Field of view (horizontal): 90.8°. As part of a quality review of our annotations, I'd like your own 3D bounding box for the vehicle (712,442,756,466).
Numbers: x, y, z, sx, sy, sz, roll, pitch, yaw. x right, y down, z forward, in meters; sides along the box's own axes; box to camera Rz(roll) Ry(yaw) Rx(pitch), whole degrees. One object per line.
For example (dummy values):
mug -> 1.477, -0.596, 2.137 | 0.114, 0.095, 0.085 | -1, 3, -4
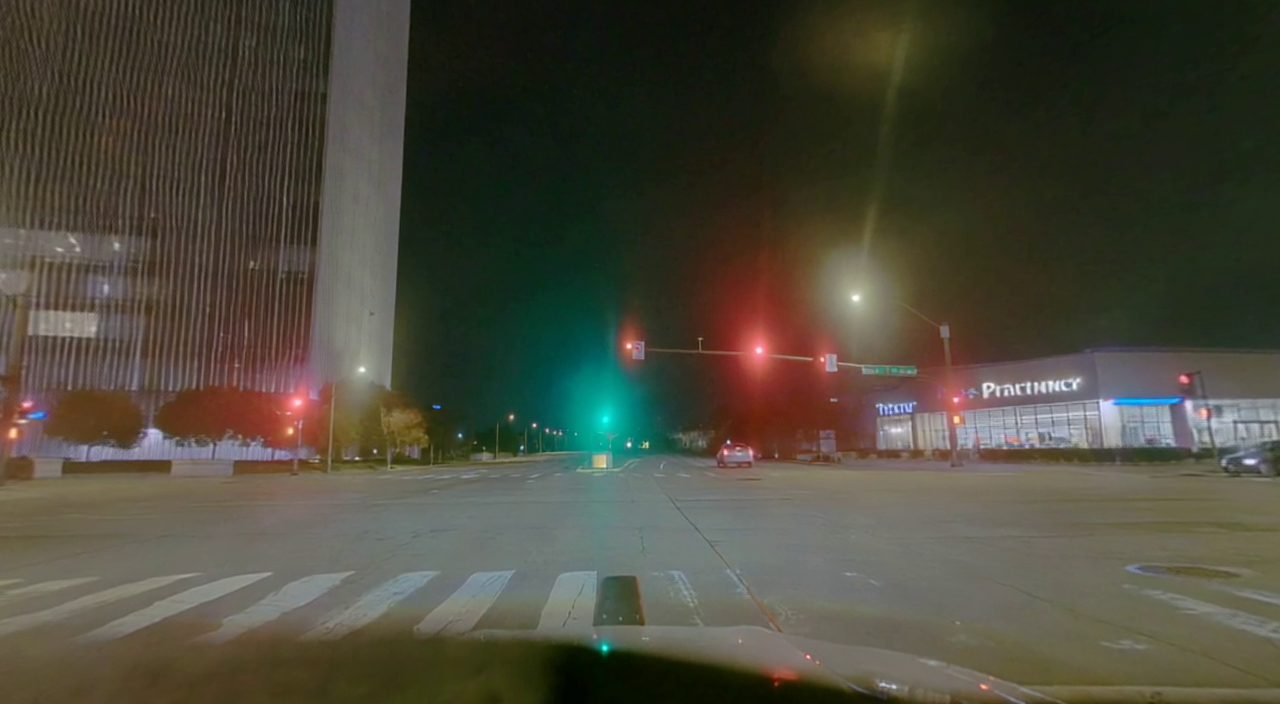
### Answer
vehicle -> 5.992, 6.570, 40.945 | 1.988, 1.466, 4.529 | 0, -8, -2
